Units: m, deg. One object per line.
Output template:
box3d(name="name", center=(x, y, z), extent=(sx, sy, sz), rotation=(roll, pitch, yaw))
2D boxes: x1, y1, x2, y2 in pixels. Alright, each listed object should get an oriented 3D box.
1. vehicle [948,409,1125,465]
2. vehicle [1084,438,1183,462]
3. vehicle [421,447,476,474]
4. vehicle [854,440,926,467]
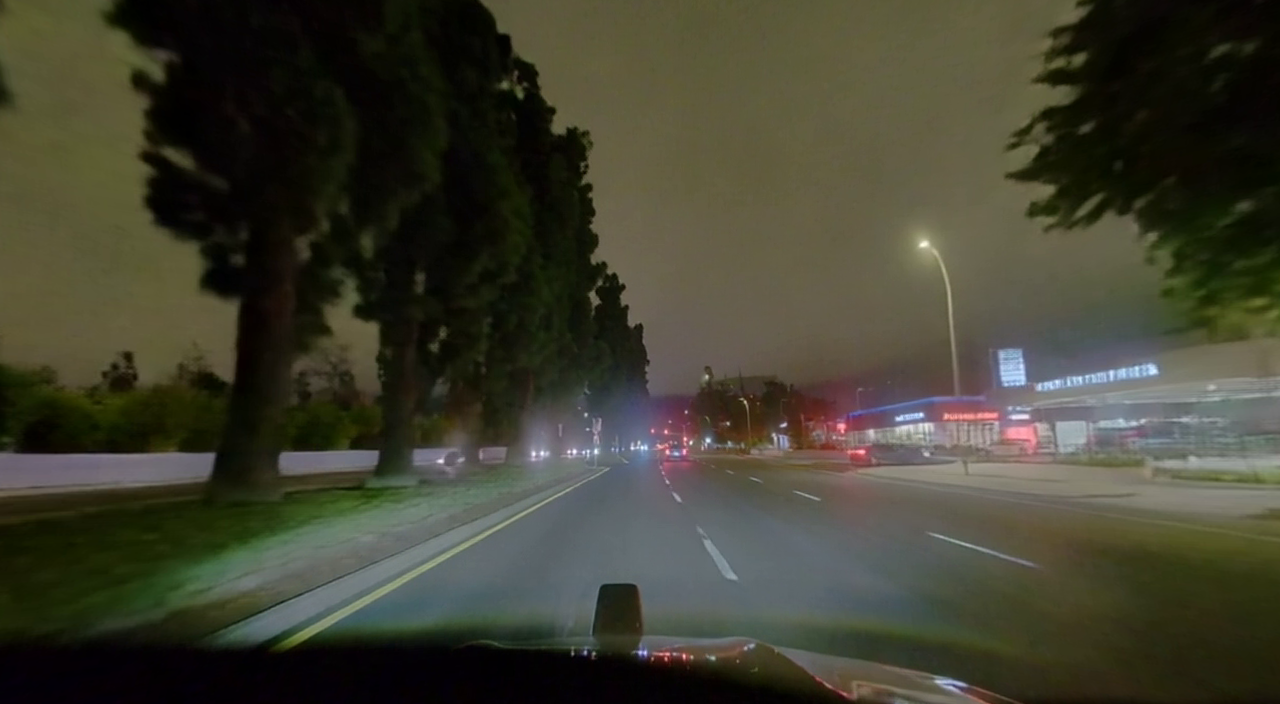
box3d(name="vehicle", center=(30.388, 6.529, 48.750), extent=(11.456, 3.682, 3.010), rotation=(-2, -7, -1))
box3d(name="vehicle", center=(31.352, 6.239, 40.207), extent=(4.610, 1.452, 2.009), rotation=(0, -9, -1))
box3d(name="vehicle", center=(-11.018, 6.278, 36.735), extent=(1.822, 1.444, 4.338), rotation=(-1, -9, 0))
box3d(name="vehicle", center=(16.437, 6.633, 41.517), extent=(4.319, 1.624, 1.988), rotation=(4, -10, -27))
